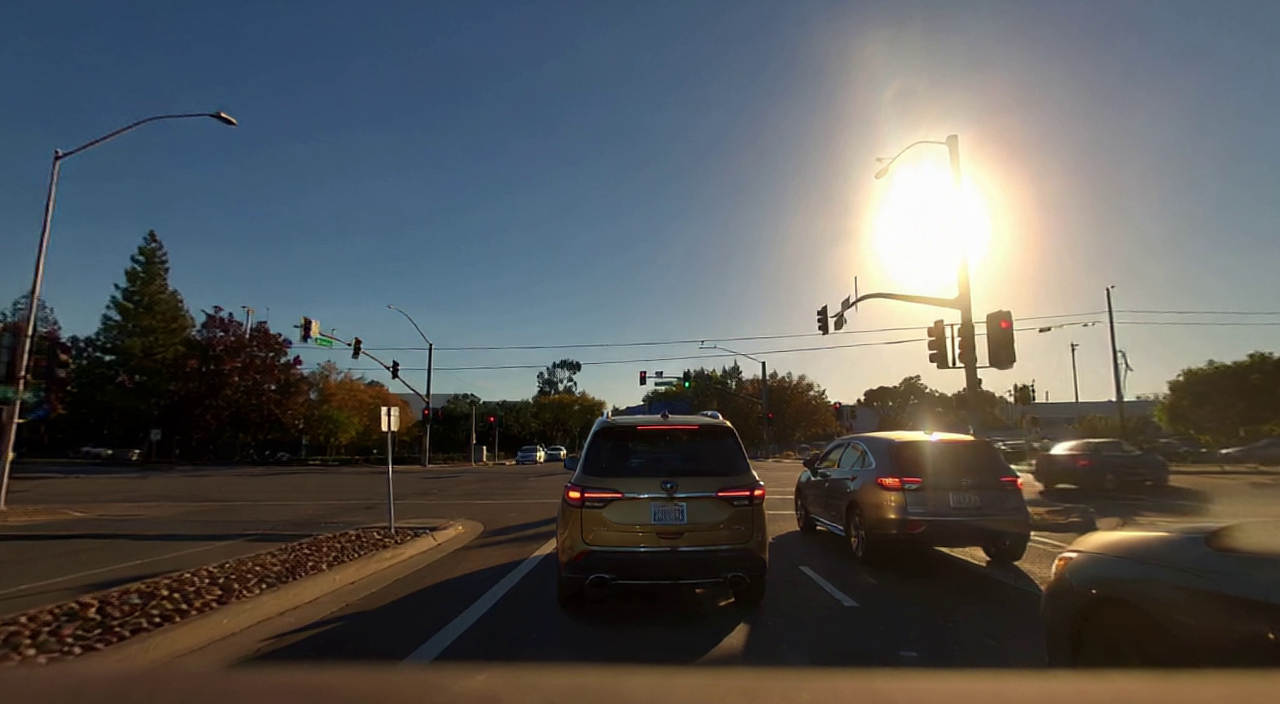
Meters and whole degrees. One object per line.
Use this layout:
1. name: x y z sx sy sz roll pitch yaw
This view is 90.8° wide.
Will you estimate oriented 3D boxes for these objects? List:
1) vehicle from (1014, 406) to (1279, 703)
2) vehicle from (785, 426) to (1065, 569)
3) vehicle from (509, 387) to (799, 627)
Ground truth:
1. vehicle: 3.155 0.817 1.420 1.924 1.466 4.461 0 -8 1
2. vehicle: 3.516 1.857 8.858 1.861 1.495 4.215 0 -8 -1
3. vehicle: 0.095 1.494 7.058 2.170 1.793 4.468 0 -8 0
